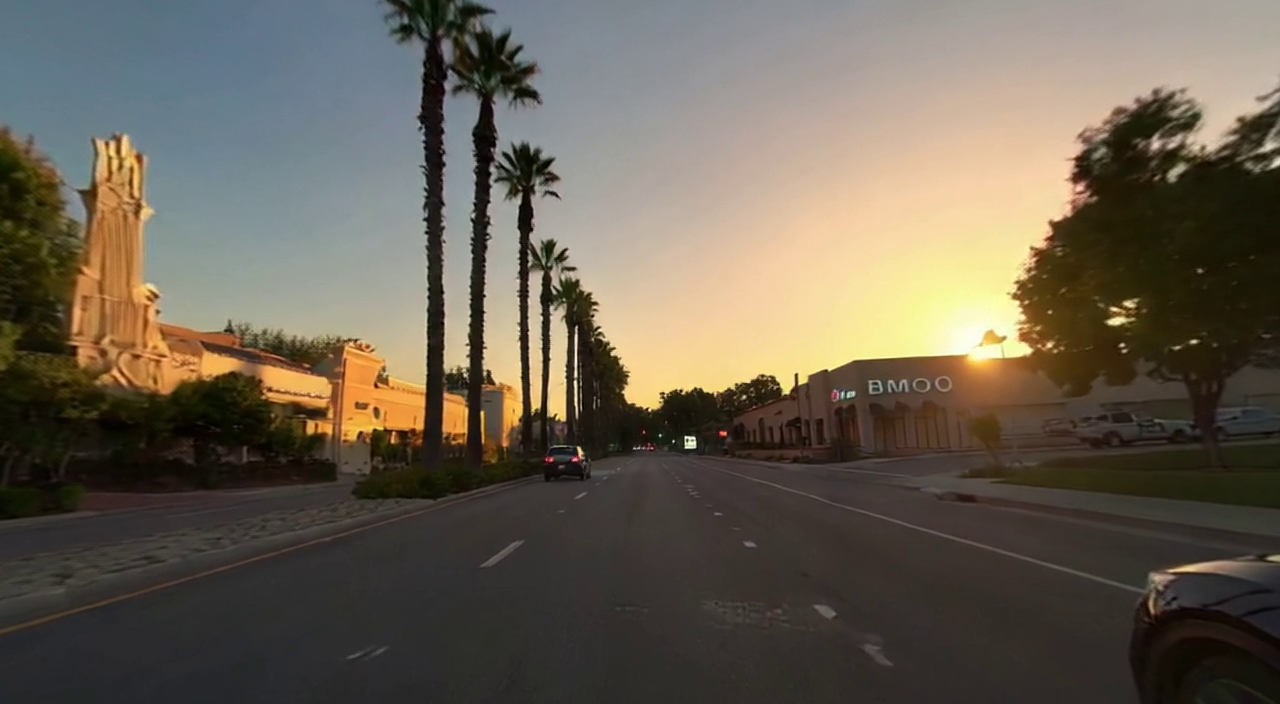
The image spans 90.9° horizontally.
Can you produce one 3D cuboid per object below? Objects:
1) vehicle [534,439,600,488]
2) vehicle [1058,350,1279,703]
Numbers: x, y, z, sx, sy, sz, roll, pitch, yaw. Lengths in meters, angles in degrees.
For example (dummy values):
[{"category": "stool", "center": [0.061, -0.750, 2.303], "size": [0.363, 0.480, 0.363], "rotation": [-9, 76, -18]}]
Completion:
[{"category": "vehicle", "center": [-2.804, 4.417, 25.190], "size": [1.998, 1.743, 4.402], "rotation": [-1, -9, 1]}, {"category": "vehicle", "center": [2.774, 0.563, 0.553], "size": [1.946, 1.513, 4.133], "rotation": [-1, -9, 0]}]
